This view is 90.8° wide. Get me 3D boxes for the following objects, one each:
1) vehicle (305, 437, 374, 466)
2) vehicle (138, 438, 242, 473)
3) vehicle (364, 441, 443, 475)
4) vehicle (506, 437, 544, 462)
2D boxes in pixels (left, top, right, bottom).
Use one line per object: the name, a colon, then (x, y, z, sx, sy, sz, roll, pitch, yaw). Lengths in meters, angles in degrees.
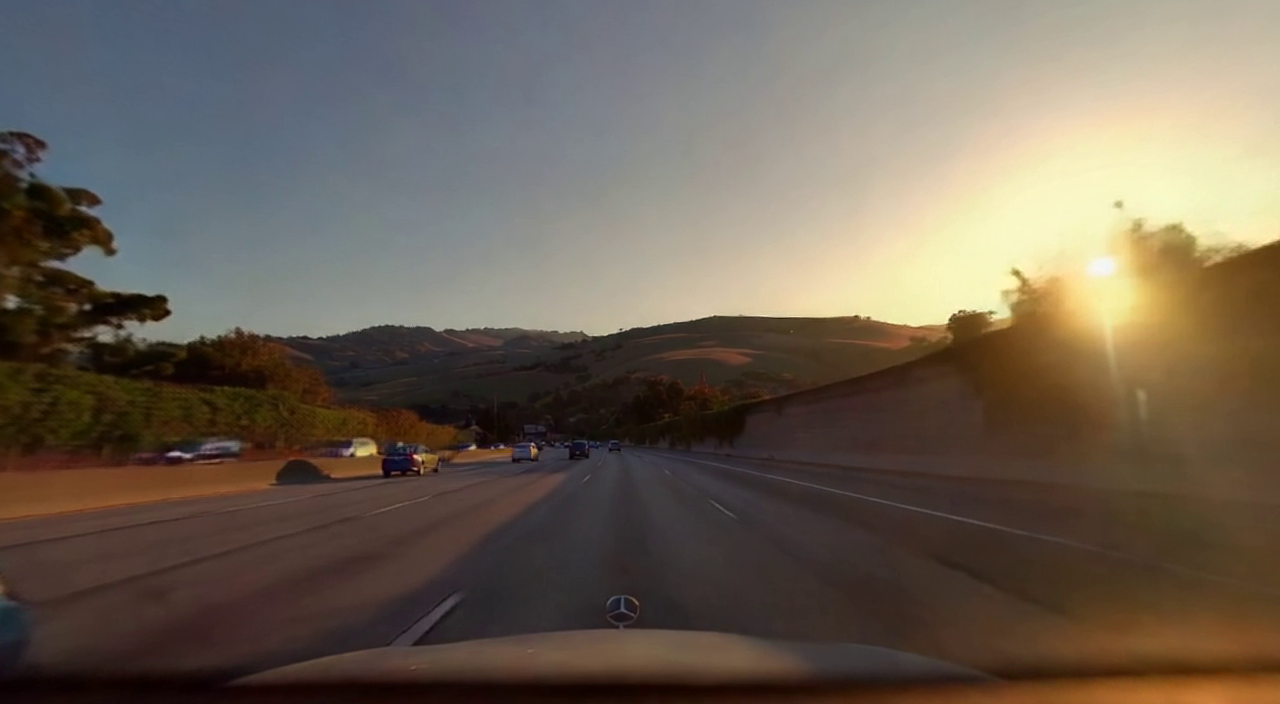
vehicle: (-17.752, 5.907, 37.560, 1.991, 1.609, 4.424, 0, -9, -1)
vehicle: (-24.202, 5.564, 34.256, 2.042, 1.735, 4.872, 0, -9, -1)
vehicle: (-10.930, 4.915, 29.572, 1.949, 1.475, 4.740, 0, -8, -1)
vehicle: (-8.610, 7.332, 47.734, 2.074, 1.768, 4.805, 0, -9, -2)
